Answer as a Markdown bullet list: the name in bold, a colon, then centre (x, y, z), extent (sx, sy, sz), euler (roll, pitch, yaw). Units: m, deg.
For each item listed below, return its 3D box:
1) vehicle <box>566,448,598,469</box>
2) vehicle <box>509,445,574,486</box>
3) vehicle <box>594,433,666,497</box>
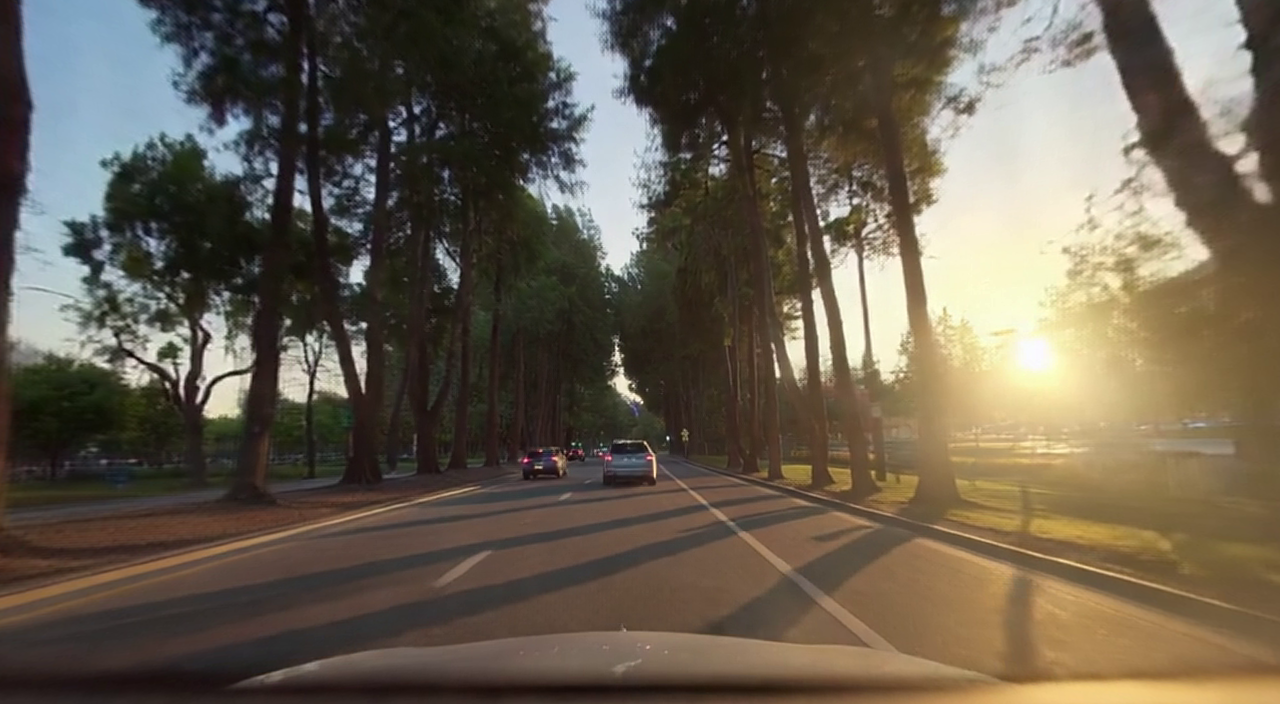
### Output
- **vehicle**: centre (-4.240, 7.890, 47.047), extent (1.959, 1.485, 4.452), euler (0, -8, 0)
- **vehicle**: centre (-3.974, 4.618, 26.104), extent (1.936, 1.538, 4.016), euler (0, -8, 1)
- **vehicle**: centre (-0.295, 3.480, 19.842), extent (2.018, 1.769, 3.897), euler (0, -8, 0)
